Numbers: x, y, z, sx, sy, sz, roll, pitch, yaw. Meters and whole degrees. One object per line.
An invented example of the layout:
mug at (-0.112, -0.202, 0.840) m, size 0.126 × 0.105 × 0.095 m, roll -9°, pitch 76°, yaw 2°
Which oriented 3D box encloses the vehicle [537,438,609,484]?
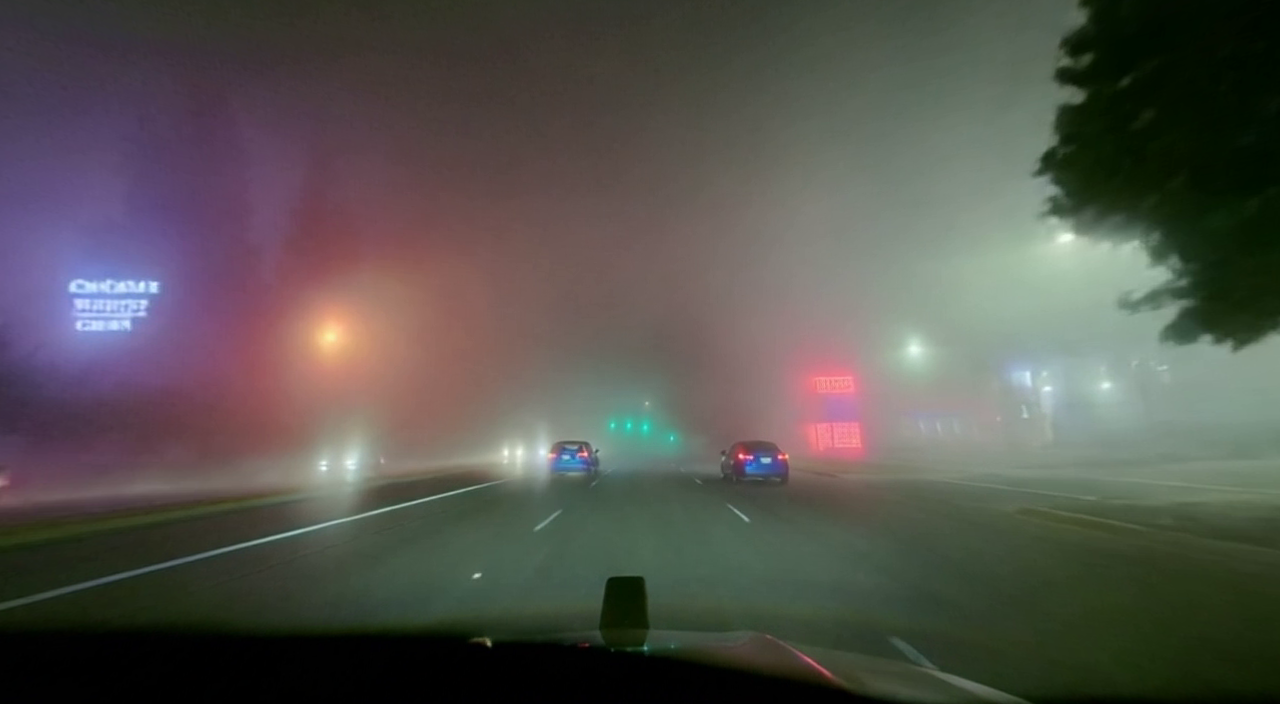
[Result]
vehicle at (-2.347, 3.958, 23.211) m, size 2.001 × 1.504 × 4.212 m, roll -1°, pitch -8°, yaw 3°

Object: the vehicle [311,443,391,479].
vehicle at (-15.223, 5.741, 33.485) m, size 2.052 × 1.729 × 4.598 m, roll 0°, pitch -8°, yaw 0°

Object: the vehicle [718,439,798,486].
vehicle at (4.075, 3.888, 22.537) m, size 1.977 × 1.474 × 4.399 m, roll 0°, pitch -8°, yaw -1°
